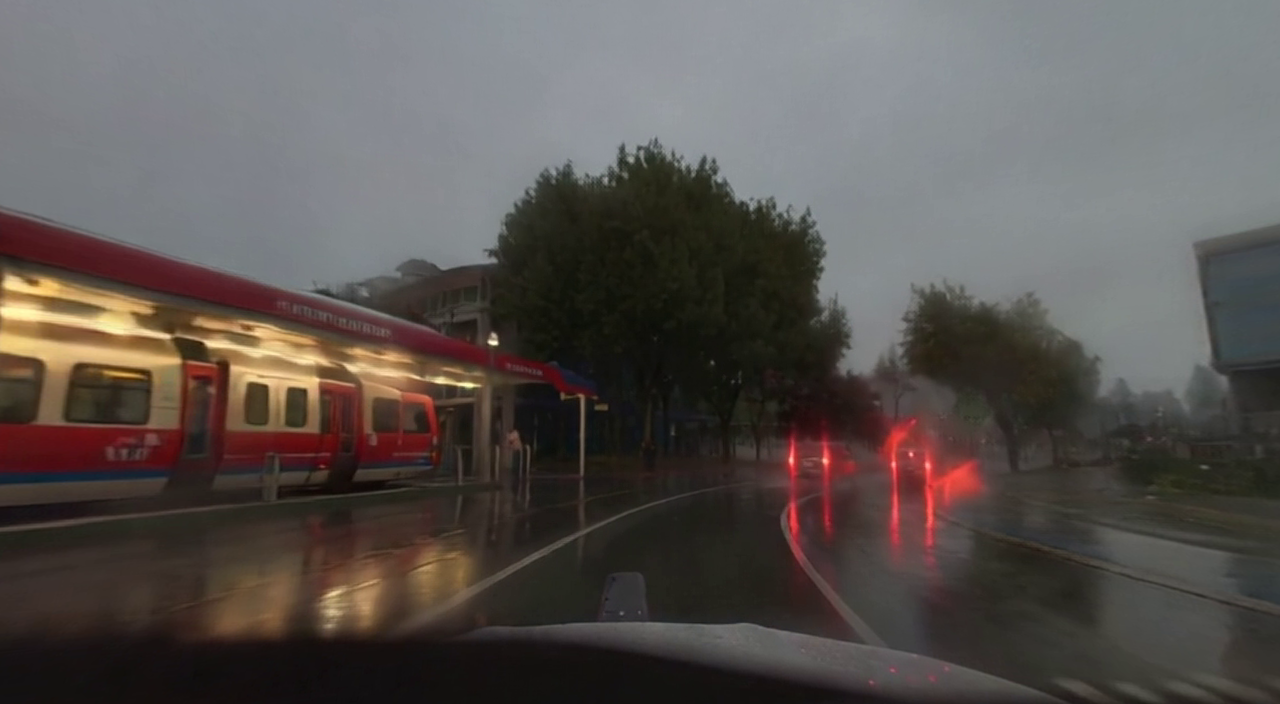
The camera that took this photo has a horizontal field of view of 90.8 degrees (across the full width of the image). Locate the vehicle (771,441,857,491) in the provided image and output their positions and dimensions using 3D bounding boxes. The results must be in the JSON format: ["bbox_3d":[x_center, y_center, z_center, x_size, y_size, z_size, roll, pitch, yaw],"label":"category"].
[{"bbox_3d":[7.049,4.479,25.268,2.263,1.765,4.237,-5,-10,29],"label":"vehicle"}]

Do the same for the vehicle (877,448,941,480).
[{"bbox_3d":[15.992,6.571,37.396,2.010,1.725,4.320,-8,-11,43],"label":"vehicle"}]
